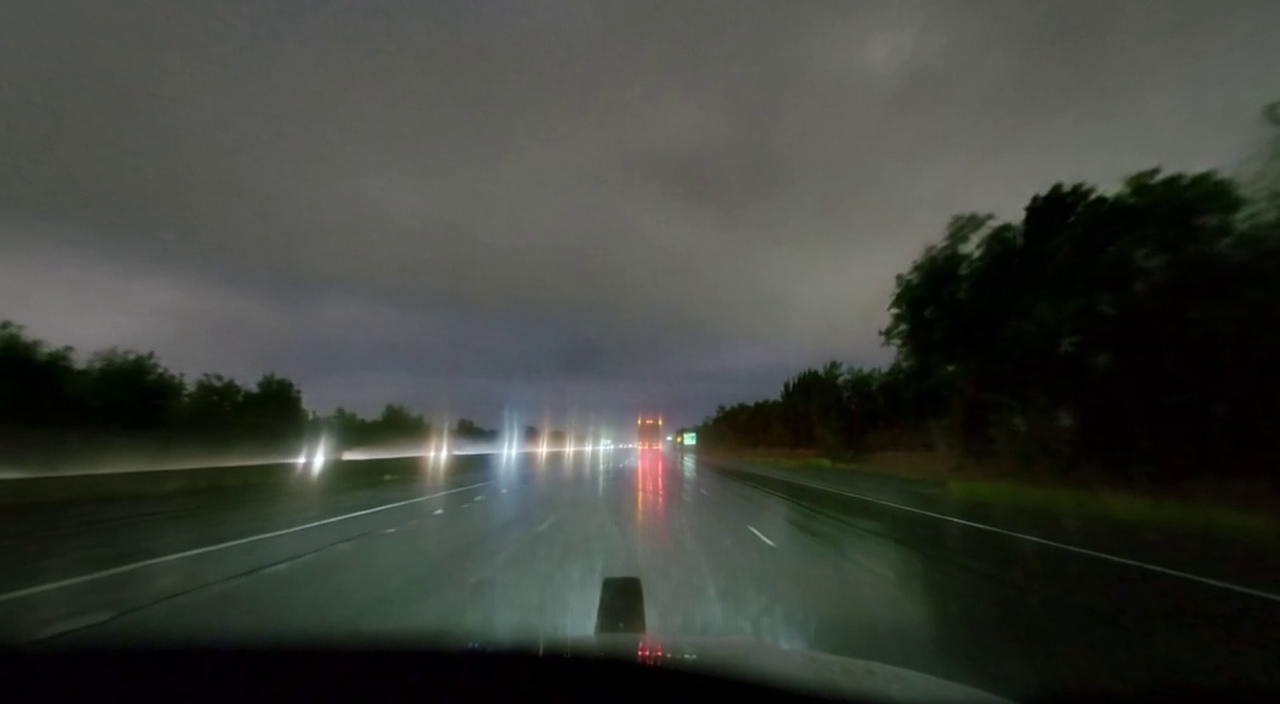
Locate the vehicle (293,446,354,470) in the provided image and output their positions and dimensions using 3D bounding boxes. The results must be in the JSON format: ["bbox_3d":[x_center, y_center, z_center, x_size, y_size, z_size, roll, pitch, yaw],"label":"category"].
[{"bbox_3d":[-24.850,8.297,49.598,2.126,1.801,4.922,0,-9,1],"label":"vehicle"}]
